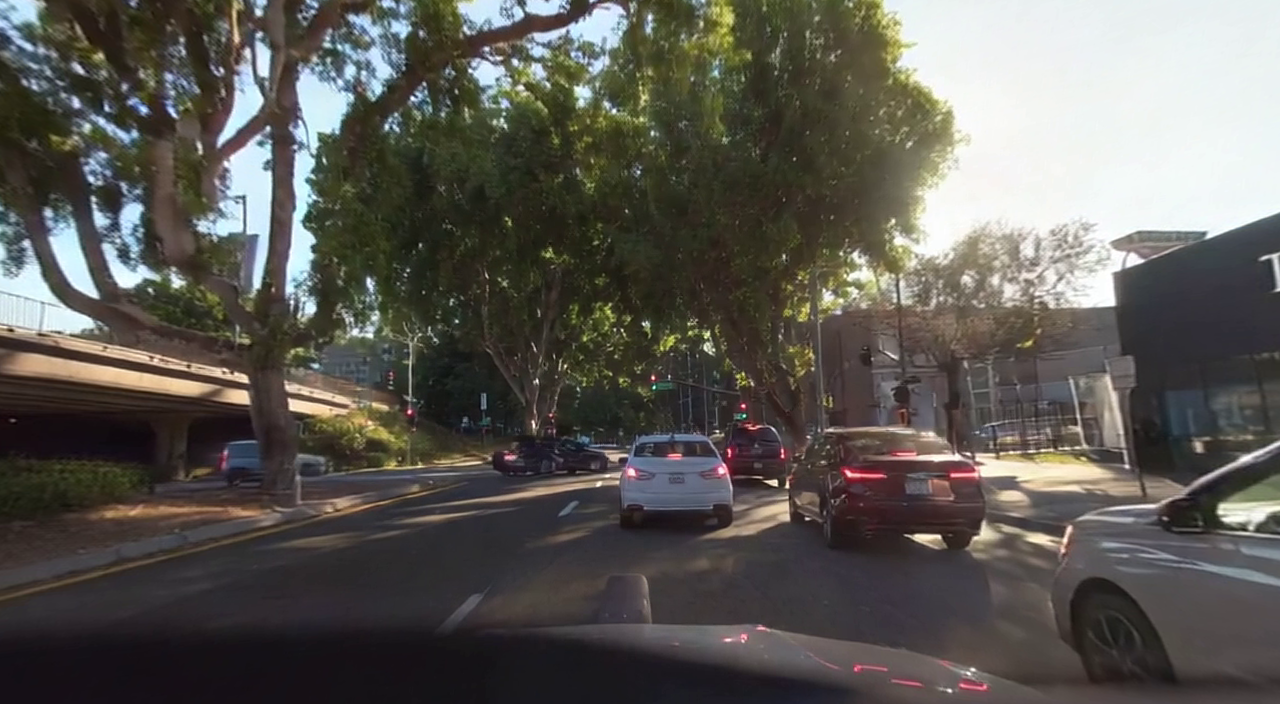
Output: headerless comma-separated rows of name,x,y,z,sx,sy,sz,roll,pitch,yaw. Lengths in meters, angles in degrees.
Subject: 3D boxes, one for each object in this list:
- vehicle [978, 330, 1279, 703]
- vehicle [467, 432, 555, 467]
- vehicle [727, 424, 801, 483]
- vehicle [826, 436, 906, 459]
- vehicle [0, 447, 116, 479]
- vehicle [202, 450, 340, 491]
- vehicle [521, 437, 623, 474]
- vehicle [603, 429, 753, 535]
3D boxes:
vehicle,3.506,0.797,2.327,2.062,1.781,4.488,0,-8,1
vehicle,-7.610,5.851,37.943,2.322,1.916,5.640,-4,-9,23
vehicle,4.529,3.778,23.745,2.080,1.999,4.379,-1,-8,2
vehicle,14.564,6.188,40.796,4.498,1.439,1.842,0,-8,-1
vehicle,-31.860,6.072,34.554,4.474,1.673,2.010,0,-8,1
vehicle,-14.668,4.680,25.316,1.873,1.462,4.283,-6,-10,32
vehicle,-3.179,4.892,30.058,4.546,1.611,1.832,6,-10,-37
vehicle,0.562,2.144,11.026,2.101,1.467,4.210,0,-8,1
